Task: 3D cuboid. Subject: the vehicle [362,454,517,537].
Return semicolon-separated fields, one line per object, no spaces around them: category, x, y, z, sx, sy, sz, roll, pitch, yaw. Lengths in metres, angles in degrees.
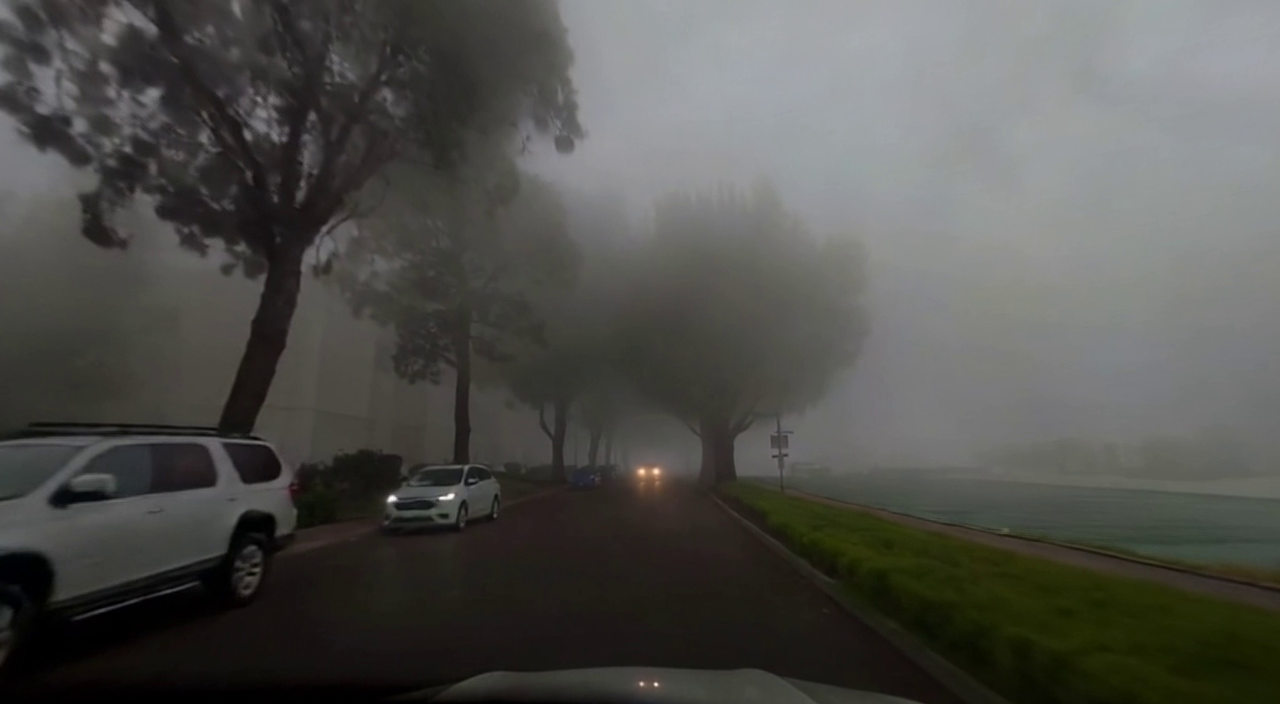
vehicle;-4.247;3.103;14.126;1.903;1.542;4.115;-1;-10;3

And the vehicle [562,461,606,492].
vehicle;-3.068;6.914;35.316;2.011;1.596;3.760;-1;-10;1

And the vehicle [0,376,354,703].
vehicle;-4.469;1.314;5.061;2.022;1.776;4.625;-1;-10;2
